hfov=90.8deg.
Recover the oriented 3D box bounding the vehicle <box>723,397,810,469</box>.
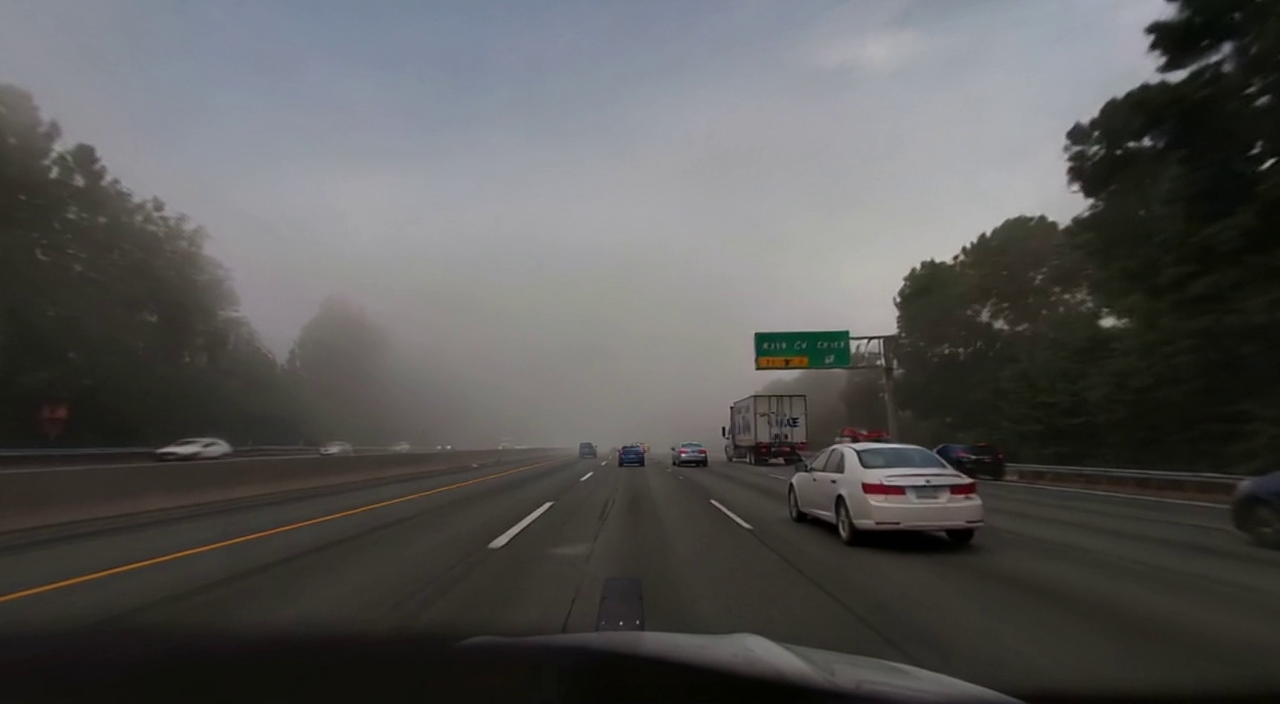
[{"bbox_3d":[7.058,4.806,36.701,2.799,3.655,8.627,0,-9,-3],"label":"vehicle"}]

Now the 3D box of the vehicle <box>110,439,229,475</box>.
[{"bbox_3d":[-21.050,4.696,28.529,1.891,1.485,4.562,0,-9,-1],"label":"vehicle"}]

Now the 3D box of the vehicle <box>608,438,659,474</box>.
[{"bbox_3d":[-0.326,4.576,27.992,2.098,1.475,3.997,0,-9,-2],"label":"vehicle"}]

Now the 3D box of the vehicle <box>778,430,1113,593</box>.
[{"bbox_3d":[3.206,1.752,7.884,1.865,1.427,4.448,0,-9,-1],"label":"vehicle"}]

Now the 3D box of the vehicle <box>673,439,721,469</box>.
[{"bbox_3d":[3.034,5.585,34.703,1.993,1.504,4.781,0,-9,-3],"label":"vehicle"}]
